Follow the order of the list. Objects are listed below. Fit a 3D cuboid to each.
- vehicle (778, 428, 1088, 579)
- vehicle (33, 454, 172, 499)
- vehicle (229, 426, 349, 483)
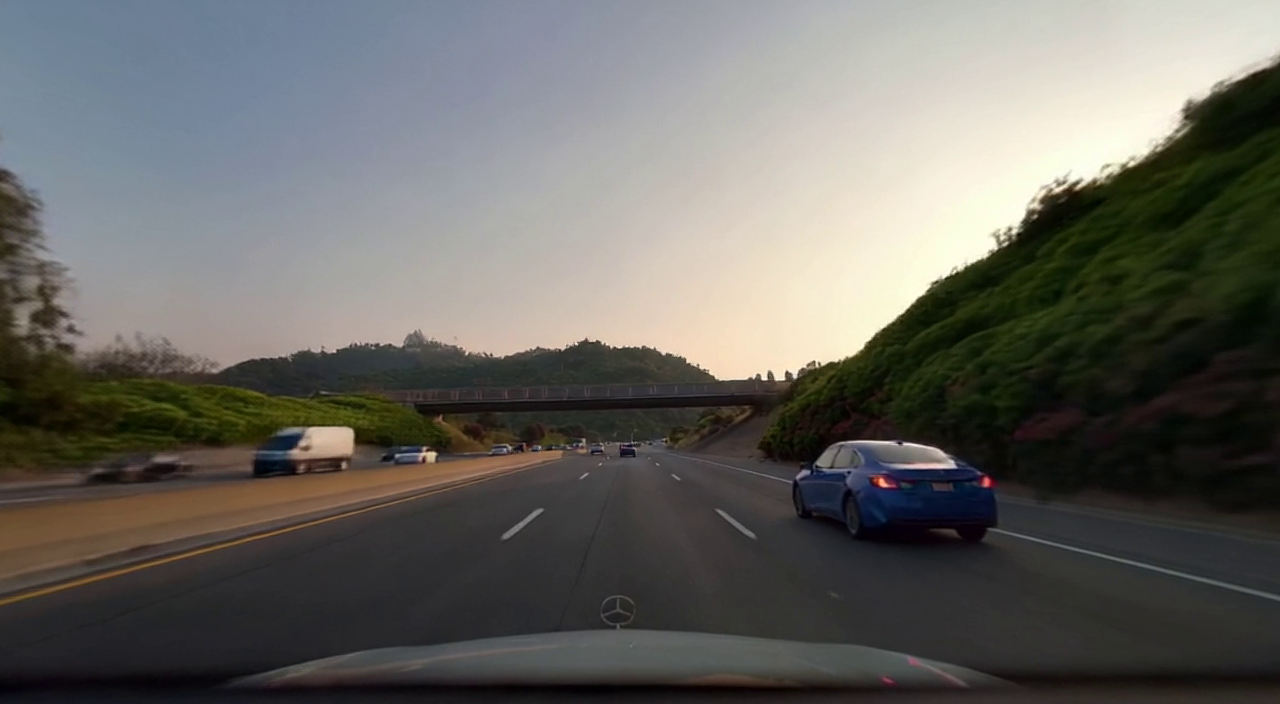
[{"bbox_3d":[3.454,1.824,8.561,2.079,1.515,4.196,0,-8,-2],"label":"vehicle"},{"bbox_3d":[-19.562,4.511,23.187,1.763,1.394,3.806,0,-8,-1],"label":"vehicle"},{"bbox_3d":[-16.097,4.694,29.450,2.280,2.375,5.824,0,-8,-1],"label":"vehicle"}]
